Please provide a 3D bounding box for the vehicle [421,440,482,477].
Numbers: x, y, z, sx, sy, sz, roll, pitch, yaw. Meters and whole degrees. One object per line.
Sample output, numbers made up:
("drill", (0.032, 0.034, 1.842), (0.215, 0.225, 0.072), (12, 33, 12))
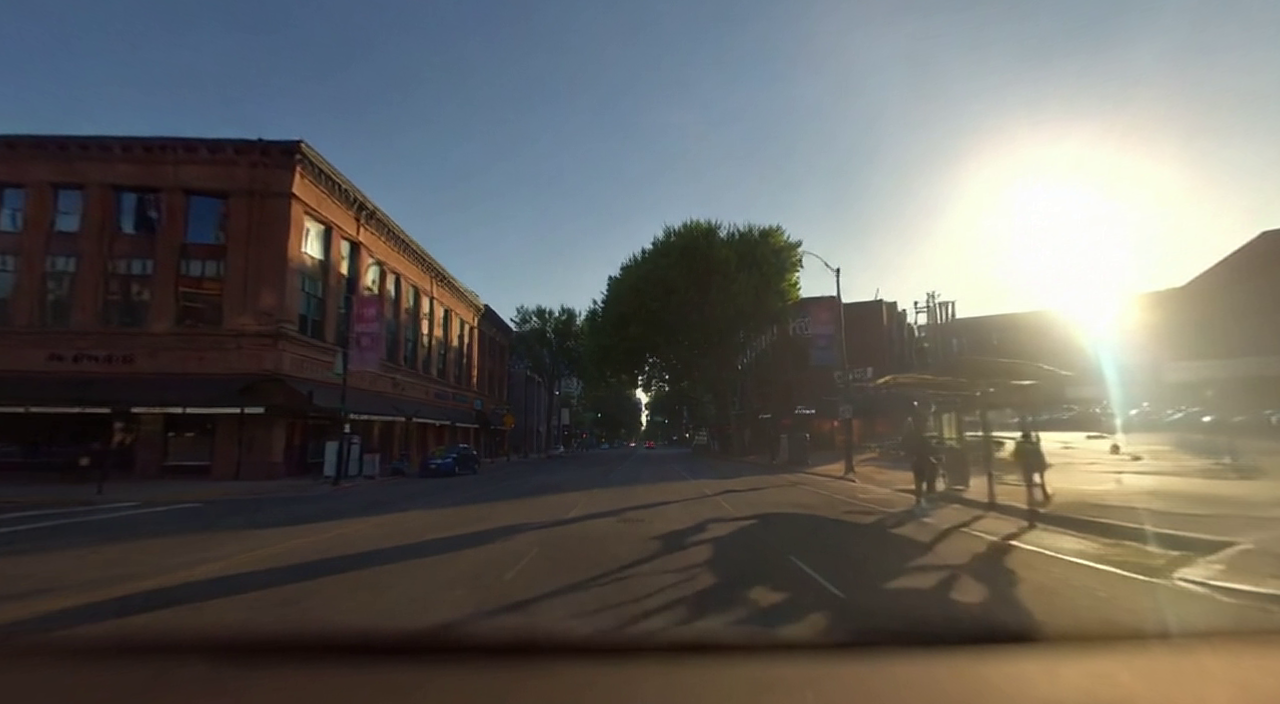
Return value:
("vehicle", (-10.616, 5.992, 35.788), (2.060, 1.796, 4.675), (-2, -7, 0))
